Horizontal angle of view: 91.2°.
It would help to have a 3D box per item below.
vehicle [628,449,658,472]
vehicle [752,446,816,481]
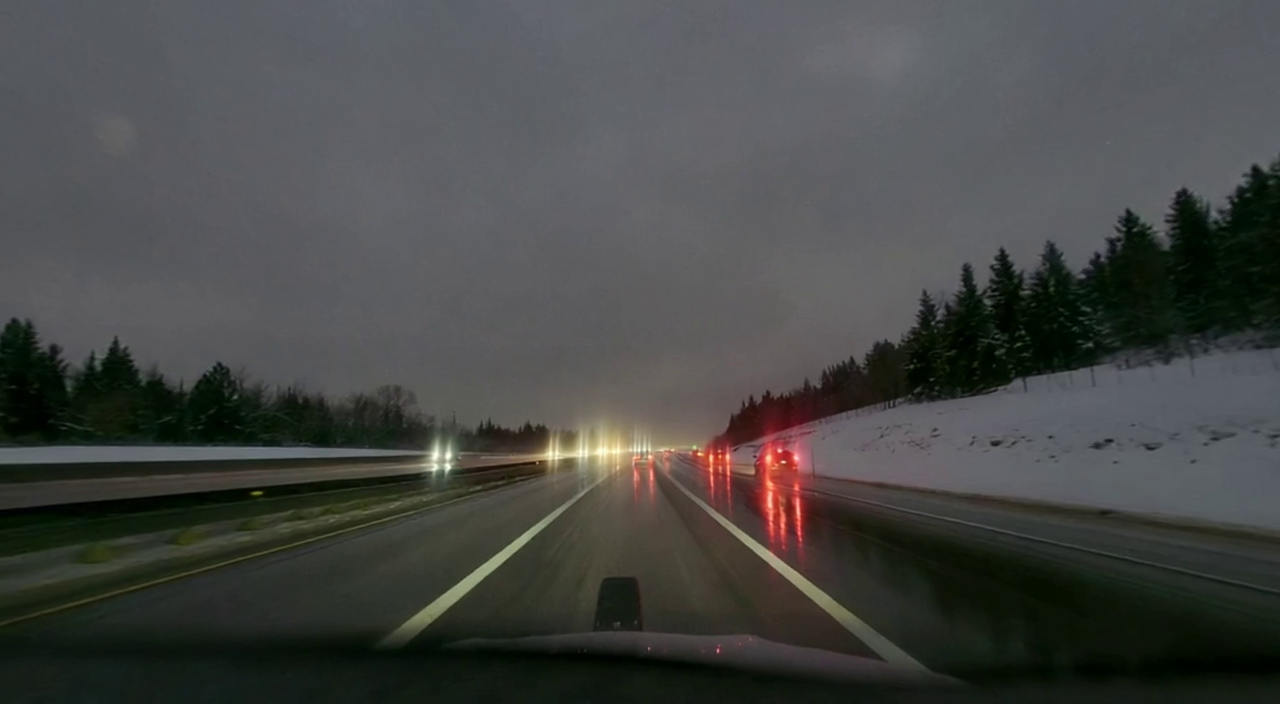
[{"bbox_3d":[0.196,7.597,44.203,2.025,1.526,4.181,0,-9,0],"label":"vehicle"},{"bbox_3d":[6.993,5.455,30.894,2.008,1.533,4.592,0,-9,-1],"label":"vehicle"}]
